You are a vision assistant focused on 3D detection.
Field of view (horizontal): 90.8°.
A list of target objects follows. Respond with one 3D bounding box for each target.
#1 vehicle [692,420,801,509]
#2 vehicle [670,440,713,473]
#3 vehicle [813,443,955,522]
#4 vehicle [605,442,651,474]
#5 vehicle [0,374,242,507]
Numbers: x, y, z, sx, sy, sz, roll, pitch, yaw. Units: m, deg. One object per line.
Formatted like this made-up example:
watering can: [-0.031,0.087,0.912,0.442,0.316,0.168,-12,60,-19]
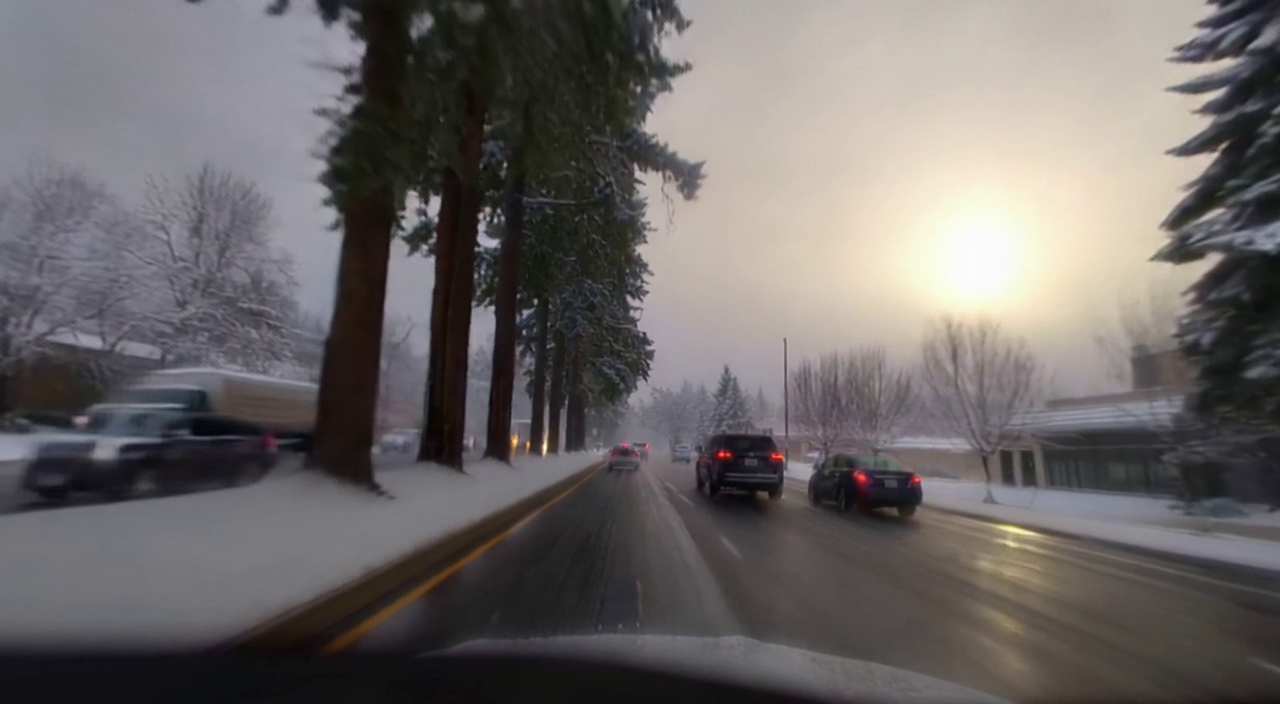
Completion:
vehicle: [2.717,2.981,17.108,2.035,1.940,4.299,4,-9,-1]
vehicle: [2.755,5.745,34.963,1.922,1.708,4.126,0,-9,-2]
vehicle: [6.199,3.326,16.688,1.913,1.777,4.269,0,-9,-2]
vehicle: [-0.591,5.200,31.169,2.119,1.460,3.847,0,-9,-1]
vehicle: [-9.424,1.558,11.007,1.895,1.816,4.636,0,-9,0]
